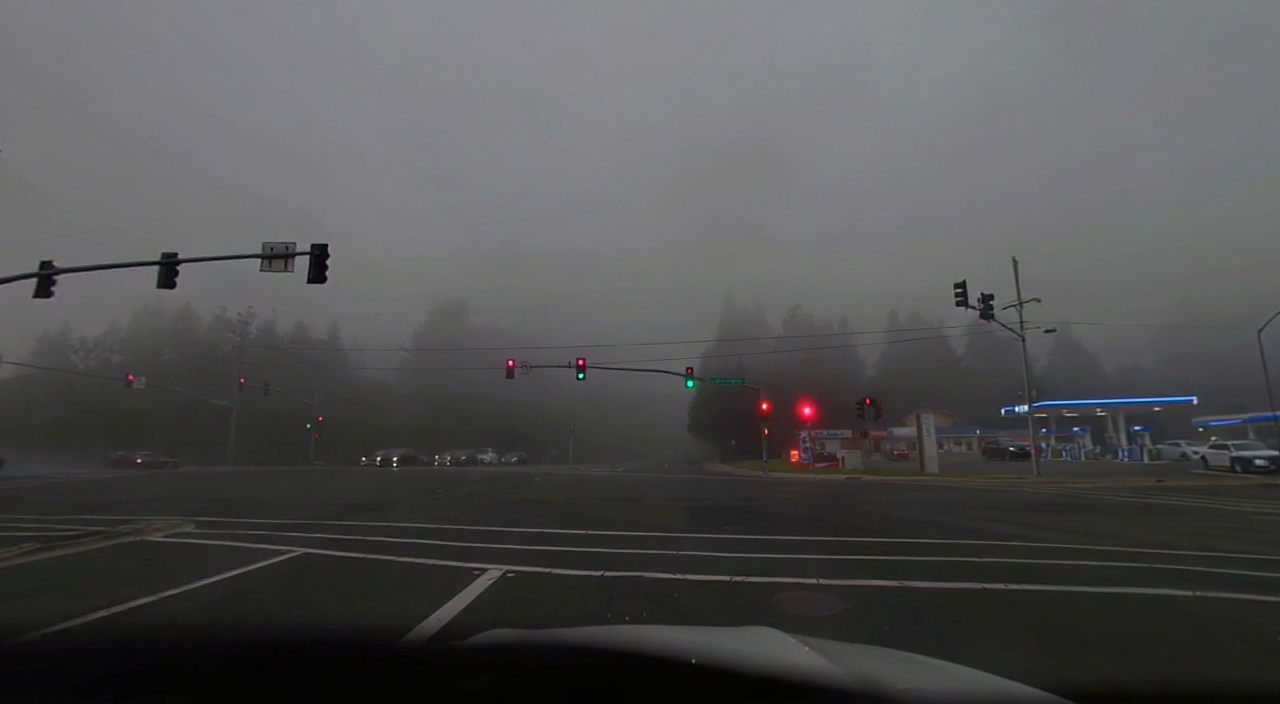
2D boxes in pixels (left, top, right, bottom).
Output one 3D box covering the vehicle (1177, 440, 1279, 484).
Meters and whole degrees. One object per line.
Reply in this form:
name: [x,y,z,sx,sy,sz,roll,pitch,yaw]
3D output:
vehicle: [22.091,3.783,21.841,4.716,1.455,2.060,-3,-9,17]
